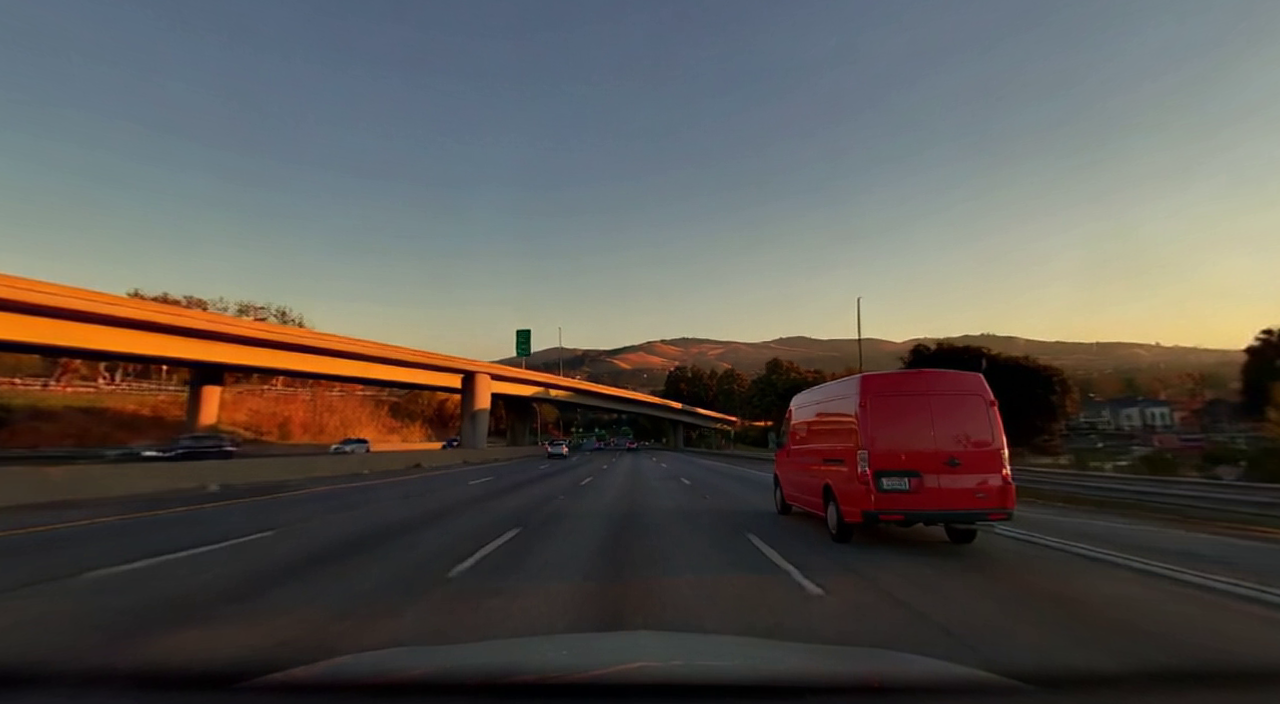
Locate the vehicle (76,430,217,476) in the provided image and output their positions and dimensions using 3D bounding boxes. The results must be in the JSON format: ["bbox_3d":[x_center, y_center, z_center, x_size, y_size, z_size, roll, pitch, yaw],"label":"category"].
[{"bbox_3d":[-20.328,4.185,26.191,2.189,1.709,4.513,0,-8,-1],"label":"vehicle"}]

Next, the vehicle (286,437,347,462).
[{"bbox_3d":[-23.357,7.071,45.517,1.975,1.727,4.439,0,-8,1],"label":"vehicle"}]
